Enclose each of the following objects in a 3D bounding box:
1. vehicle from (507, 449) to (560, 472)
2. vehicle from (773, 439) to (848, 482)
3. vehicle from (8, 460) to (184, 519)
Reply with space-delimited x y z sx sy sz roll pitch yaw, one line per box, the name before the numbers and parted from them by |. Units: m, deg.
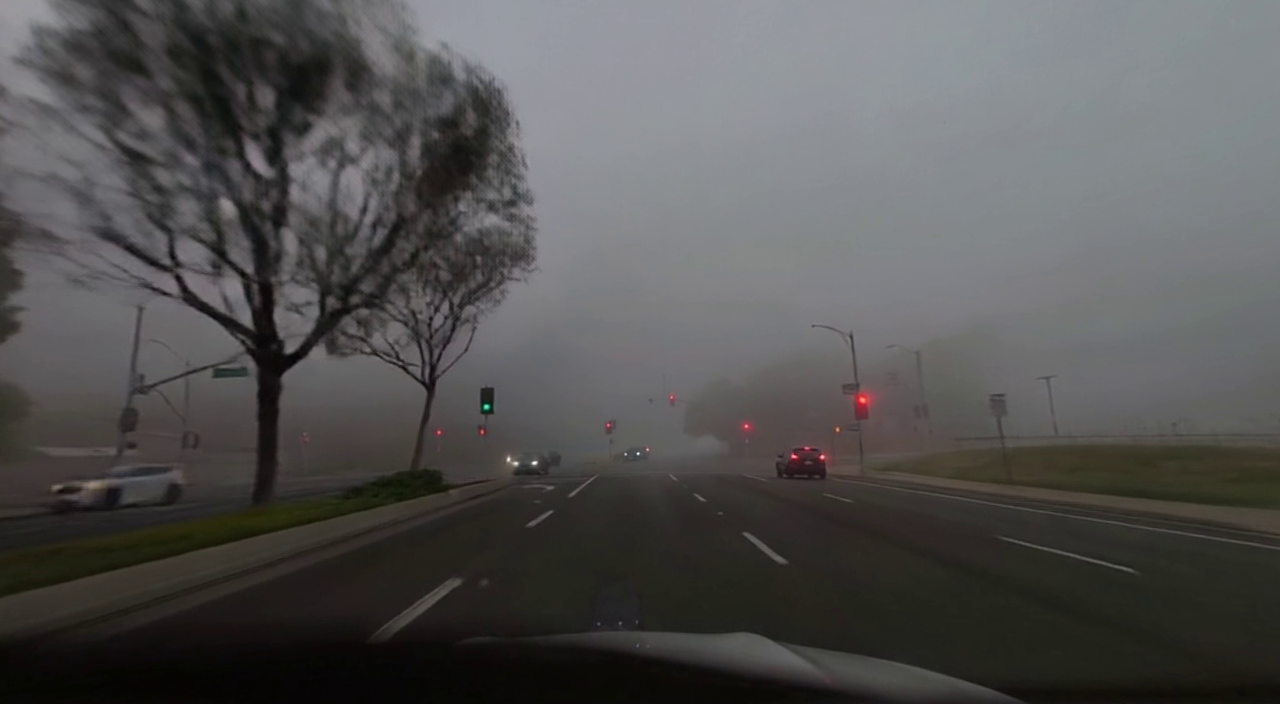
vehicle | -7.213 7.264 42.534 2.065 1.477 4.519 4 -10 -29
vehicle | 7.309 4.685 27.590 2.011 1.710 4.357 0 -9 0
vehicle | -17.708 4.447 20.904 1.895 1.644 4.160 -1 -9 4
